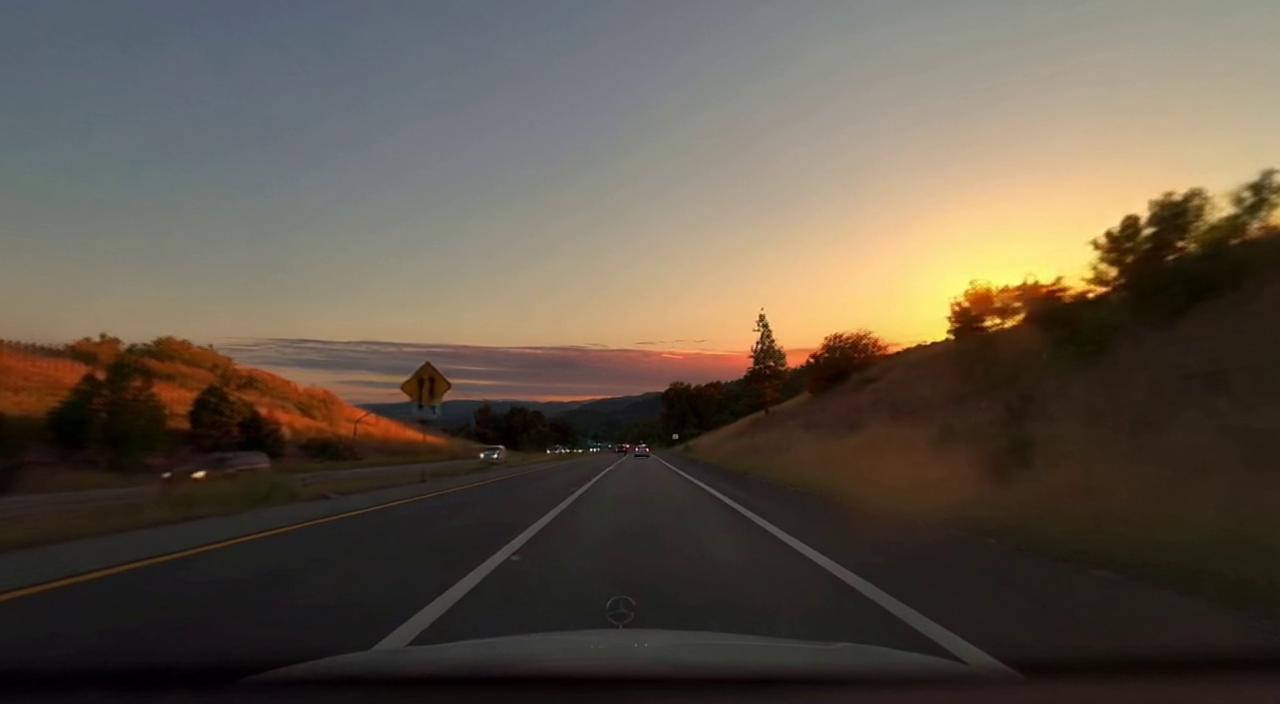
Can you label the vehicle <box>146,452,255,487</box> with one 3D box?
[{"bbox_3d":[-23.225,6.195,33.555,1.971,1.668,5.118,0,-9,2],"label":"vehicle"}]
